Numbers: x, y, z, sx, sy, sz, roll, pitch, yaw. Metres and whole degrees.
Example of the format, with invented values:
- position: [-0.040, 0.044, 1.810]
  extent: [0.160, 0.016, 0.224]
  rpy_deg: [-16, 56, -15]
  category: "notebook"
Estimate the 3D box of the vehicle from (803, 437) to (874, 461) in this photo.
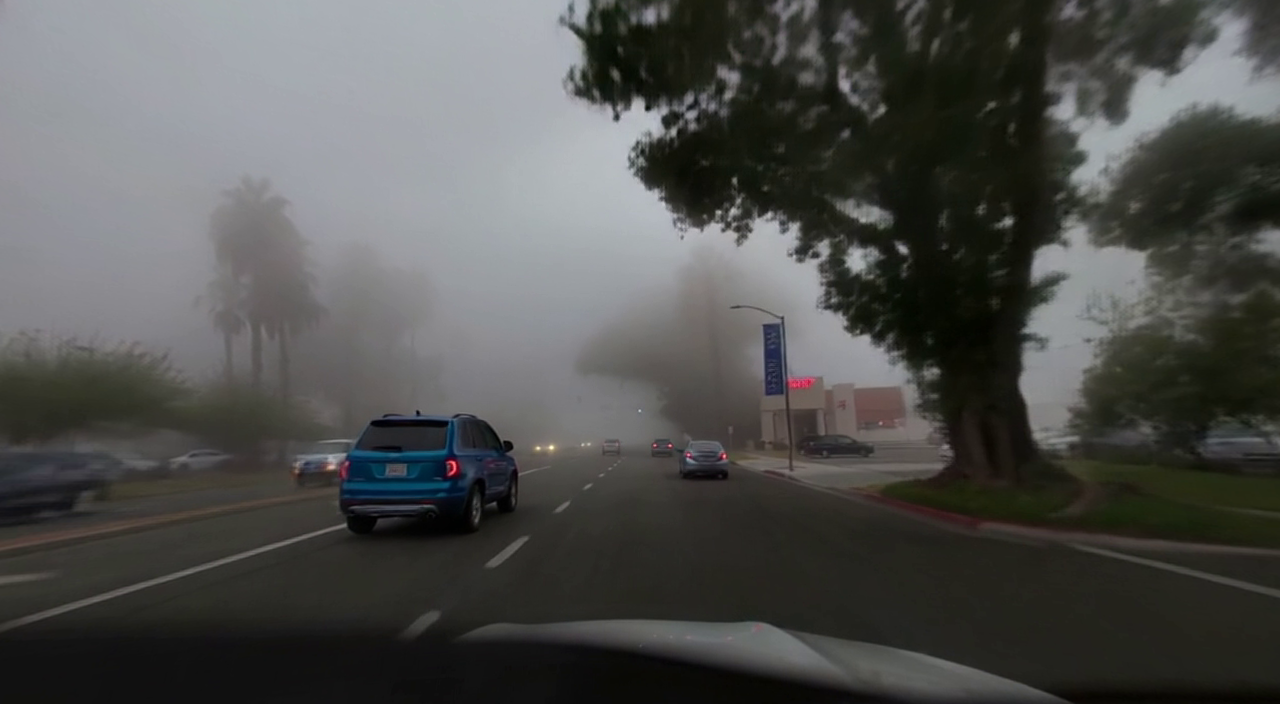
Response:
- position: [12.188, 5.977, 38.898]
  extent: [1.874, 1.386, 3.745]
  rpy_deg: [6, -11, -36]
  category: "vehicle"

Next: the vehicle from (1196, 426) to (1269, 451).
- position: [37.870, 5.583, 40.420]
  extent: [1.950, 1.509, 3.986]
  rpy_deg: [-4, -9, 21]
  category: "vehicle"

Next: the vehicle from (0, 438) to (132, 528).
- position: [-14.181, 2.801, 13.761]
  extent: [2.483, 1.806, 4.369]
  rpy_deg: [0, -9, 0]
  category: "vehicle"

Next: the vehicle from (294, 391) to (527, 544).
- position: [-3.412, 1.850, 10.565]
  extent: [2.152, 1.987, 4.527]
  rpy_deg: [0, -9, 0]
  category: "vehicle"

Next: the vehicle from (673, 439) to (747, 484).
- position: [2.462, 4.006, 23.334]
  extent: [1.919, 1.472, 4.470]
  rpy_deg: [0, -9, -4]
  category: "vehicle"

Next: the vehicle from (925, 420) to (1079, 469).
- position: [13.588, 3.531, 24.011]
  extent: [1.887, 1.630, 4.705]
  rpy_deg: [4, -10, -26]
  category: "vehicle"

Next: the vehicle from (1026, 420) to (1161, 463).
- position: [18.769, 3.707, 26.124]
  extent: [4.591, 1.666, 1.901]
  rpy_deg: [2, -9, -15]
  category: "vehicle"
